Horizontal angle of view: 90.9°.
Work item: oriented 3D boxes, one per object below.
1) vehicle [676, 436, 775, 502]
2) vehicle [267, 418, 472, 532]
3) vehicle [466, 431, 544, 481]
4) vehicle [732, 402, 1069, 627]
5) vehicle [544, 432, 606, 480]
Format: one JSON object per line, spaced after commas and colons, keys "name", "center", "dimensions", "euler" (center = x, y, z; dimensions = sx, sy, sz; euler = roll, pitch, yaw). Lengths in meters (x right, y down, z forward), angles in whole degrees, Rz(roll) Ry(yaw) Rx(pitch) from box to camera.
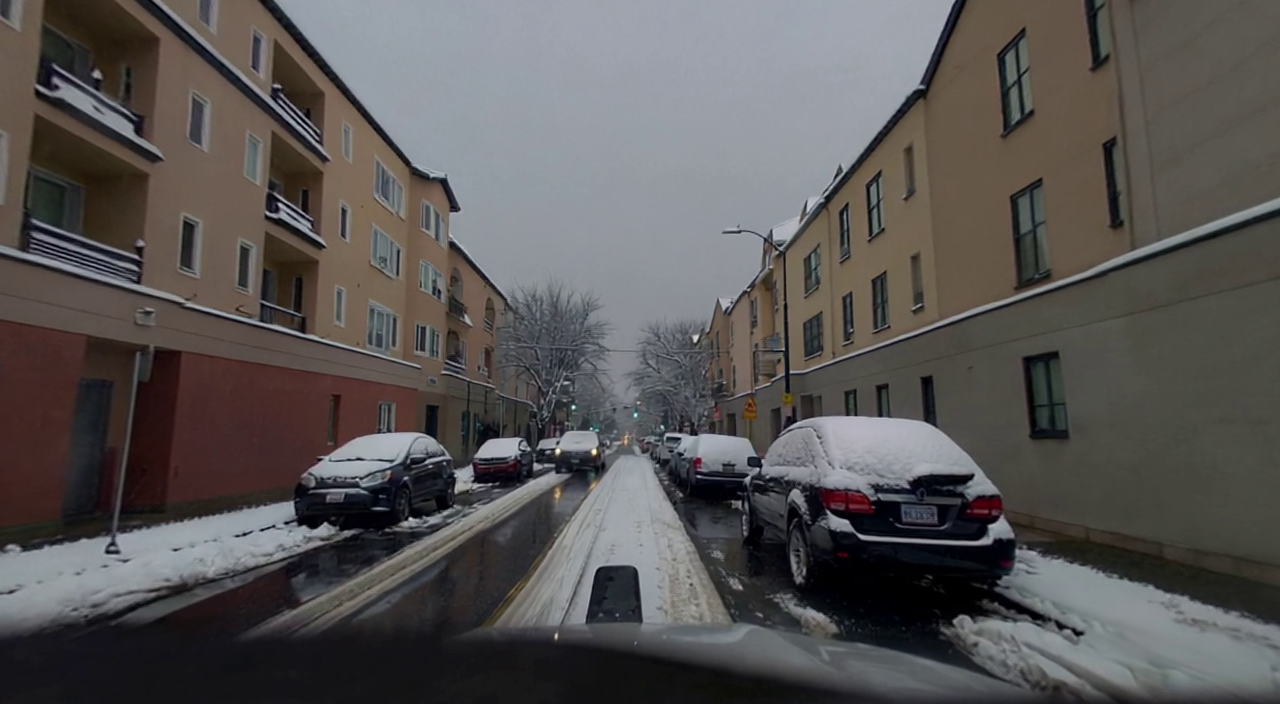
{"name": "vehicle", "center": [2.002, 2.866, 16.030], "dimensions": [1.786, 1.447, 4.314], "euler": [0, -8, -2]}
{"name": "vehicle", "center": [-4.548, 2.168, 11.479], "dimensions": [1.883, 1.499, 4.426], "euler": [6, -10, -3]}
{"name": "vehicle", "center": [-4.834, 3.803, 23.158], "dimensions": [1.942, 1.521, 3.761], "euler": [5, -9, 0]}
{"name": "vehicle", "center": [2.255, 1.486, 6.766], "dimensions": [1.839, 1.678, 3.918], "euler": [0, -8, -2]}
{"name": "vehicle", "center": [-2.183, 3.582, 21.996], "dimensions": [1.845, 1.544, 3.388], "euler": [0, -8, 0]}
